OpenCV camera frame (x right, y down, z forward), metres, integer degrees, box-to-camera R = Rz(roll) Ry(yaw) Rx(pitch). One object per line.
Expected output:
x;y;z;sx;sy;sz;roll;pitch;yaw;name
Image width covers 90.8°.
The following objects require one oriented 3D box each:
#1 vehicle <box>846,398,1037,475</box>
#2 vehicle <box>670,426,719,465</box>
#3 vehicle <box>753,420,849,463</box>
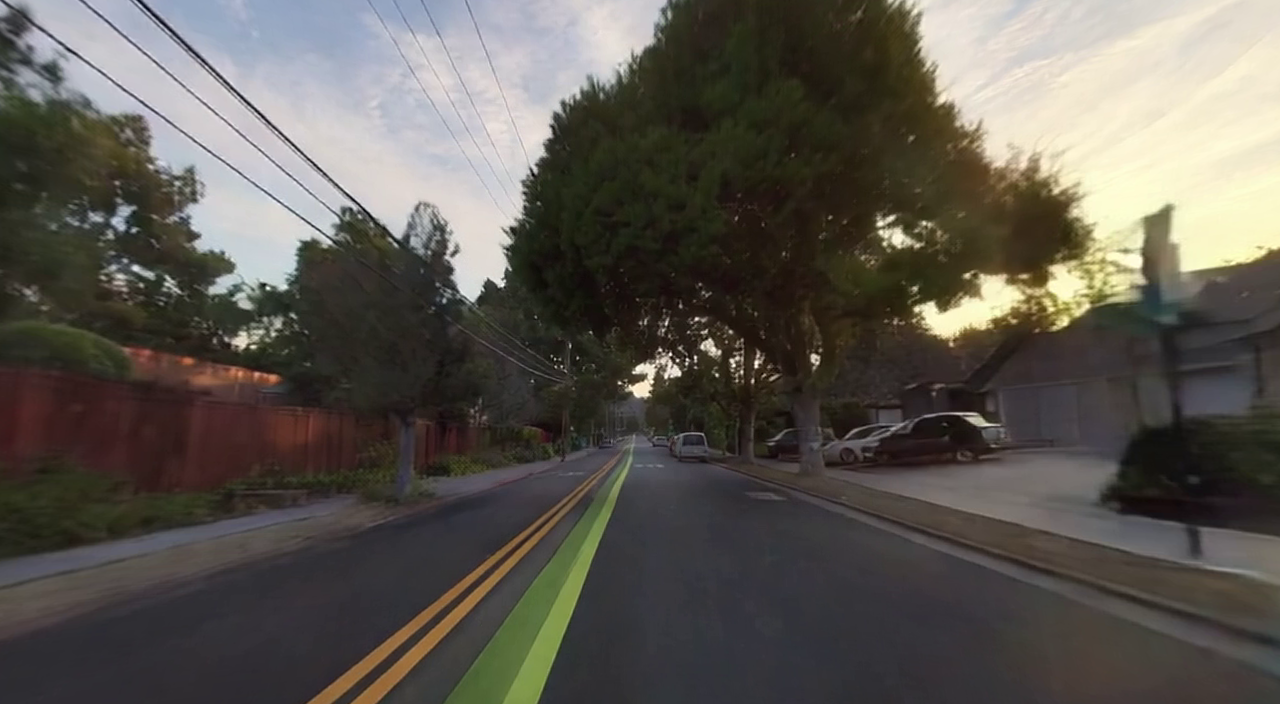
9.393;2.662;19.933;4.922;1.846;1.941;-5;-8;-5;vehicle
3.076;5.506;37.190;2.347;2.070;5.735;0;-9;0;vehicle
8.542;4.770;33.754;4.418;1.648;2.017;-7;-9;-1;vehicle
